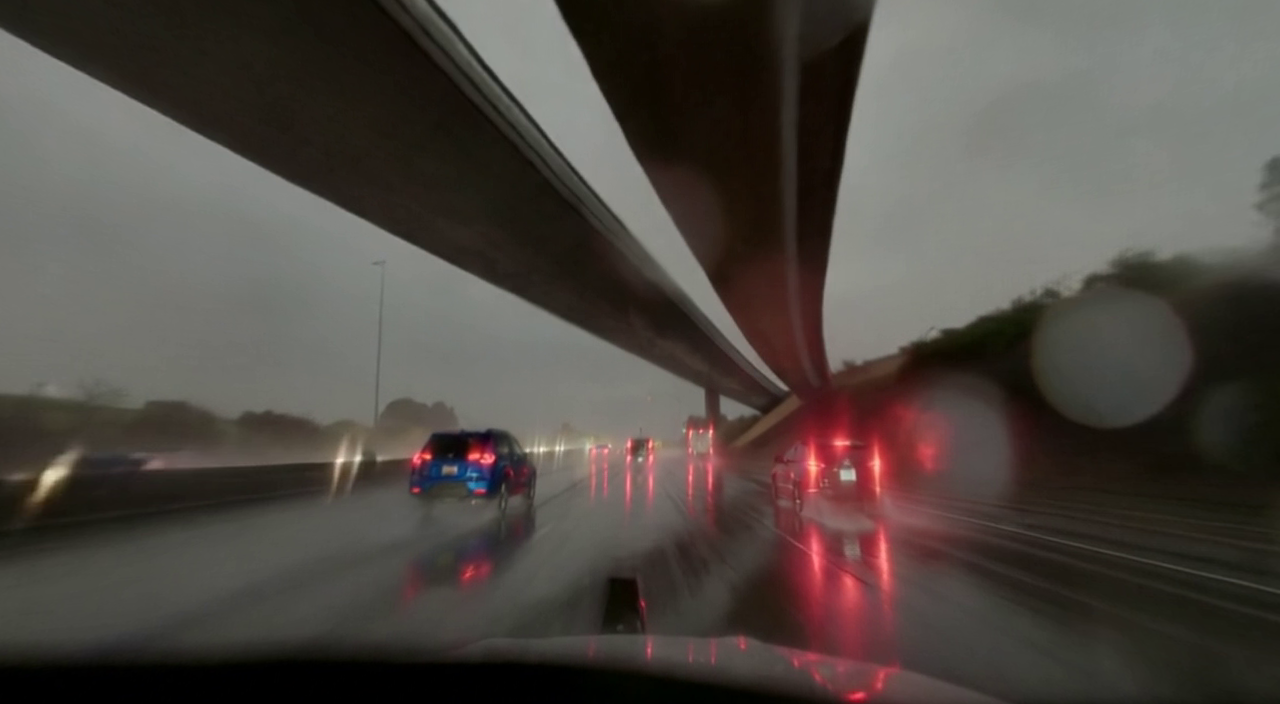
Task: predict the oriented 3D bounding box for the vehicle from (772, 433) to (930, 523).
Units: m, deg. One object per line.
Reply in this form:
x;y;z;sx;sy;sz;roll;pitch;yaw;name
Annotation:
4.097;2.504;12.984;1.959;1.554;3.795;0;-9;1;vehicle

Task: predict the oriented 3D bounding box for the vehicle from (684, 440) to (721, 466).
4.606;7.502;46.905;2.231;1.807;4.588;0;-9;0;vehicle

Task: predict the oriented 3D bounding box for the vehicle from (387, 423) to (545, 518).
-3.582;2.550;14.014;2.089;1.751;4.515;0;-9;2;vehicle

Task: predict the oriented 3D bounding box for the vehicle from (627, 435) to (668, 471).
0.410;5.755;35.947;2.155;1.909;4.529;0;-9;0;vehicle

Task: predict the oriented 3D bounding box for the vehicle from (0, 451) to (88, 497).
-23.401;4.439;23.057;1.918;1.555;4.687;0;-9;3;vehicle

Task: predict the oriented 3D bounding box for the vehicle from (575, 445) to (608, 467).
-3.462;7.497;45.632;1.994;1.475;4.171;0;-9;1;vehicle
